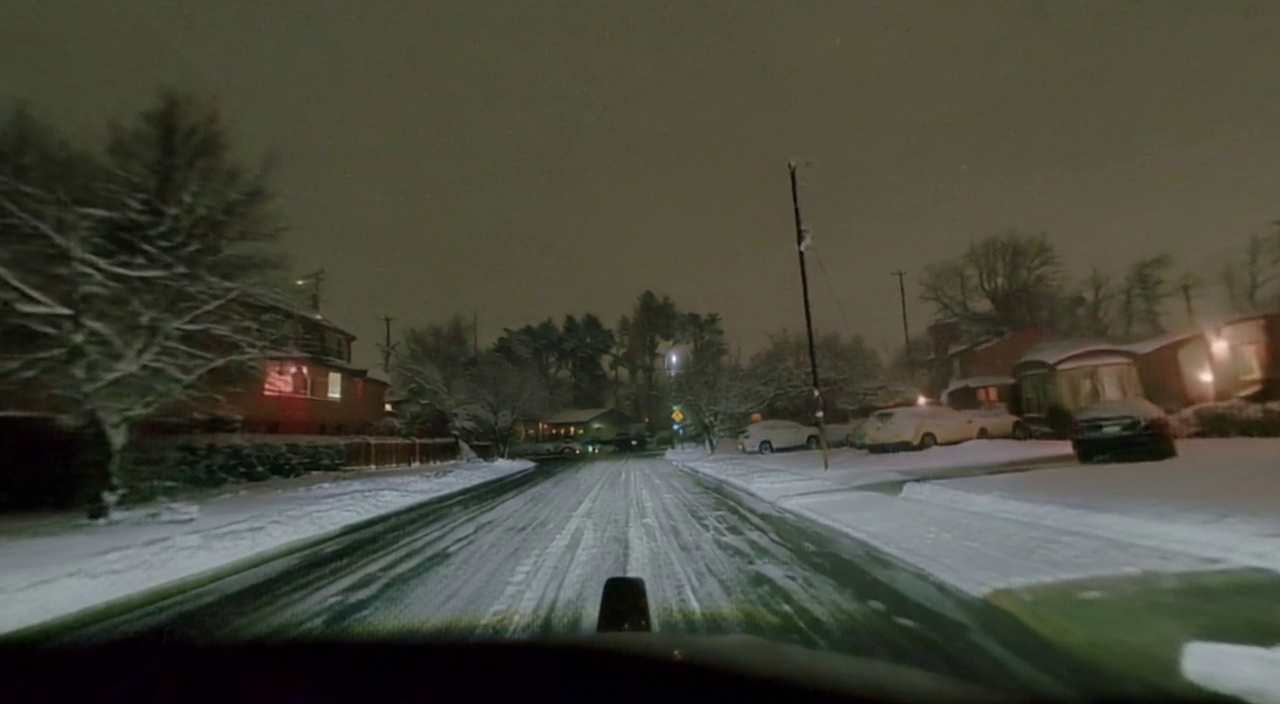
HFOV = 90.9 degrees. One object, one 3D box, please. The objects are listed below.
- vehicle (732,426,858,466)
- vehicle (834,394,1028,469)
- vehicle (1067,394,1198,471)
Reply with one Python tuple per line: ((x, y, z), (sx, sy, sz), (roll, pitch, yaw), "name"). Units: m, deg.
((5.697, 3.496, 23.575), (4.229, 1.402, 1.811), (-1, -7, 0), "vehicle")
((9.450, 2.647, 20.836), (5.239, 1.933, 2.131), (-4, -9, -2), "vehicle")
((11.331, 1.870, 14.829), (2.004, 1.511, 4.494), (-5, -8, 34), "vehicle")
